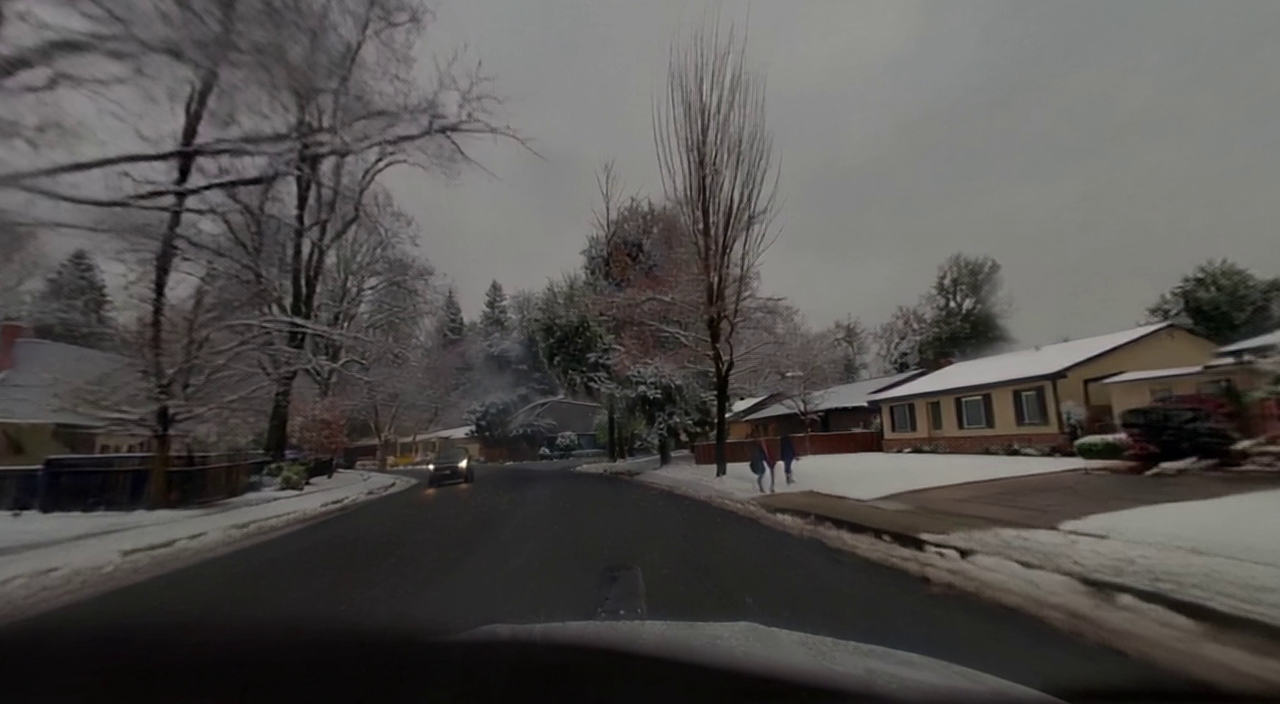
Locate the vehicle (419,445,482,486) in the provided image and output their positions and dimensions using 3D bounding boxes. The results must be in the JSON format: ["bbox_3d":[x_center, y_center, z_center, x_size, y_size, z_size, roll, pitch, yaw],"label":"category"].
[{"bbox_3d":[-8.939,5.354,30.169,2.217,1.751,4.763,1,-9,-9],"label":"vehicle"}]
